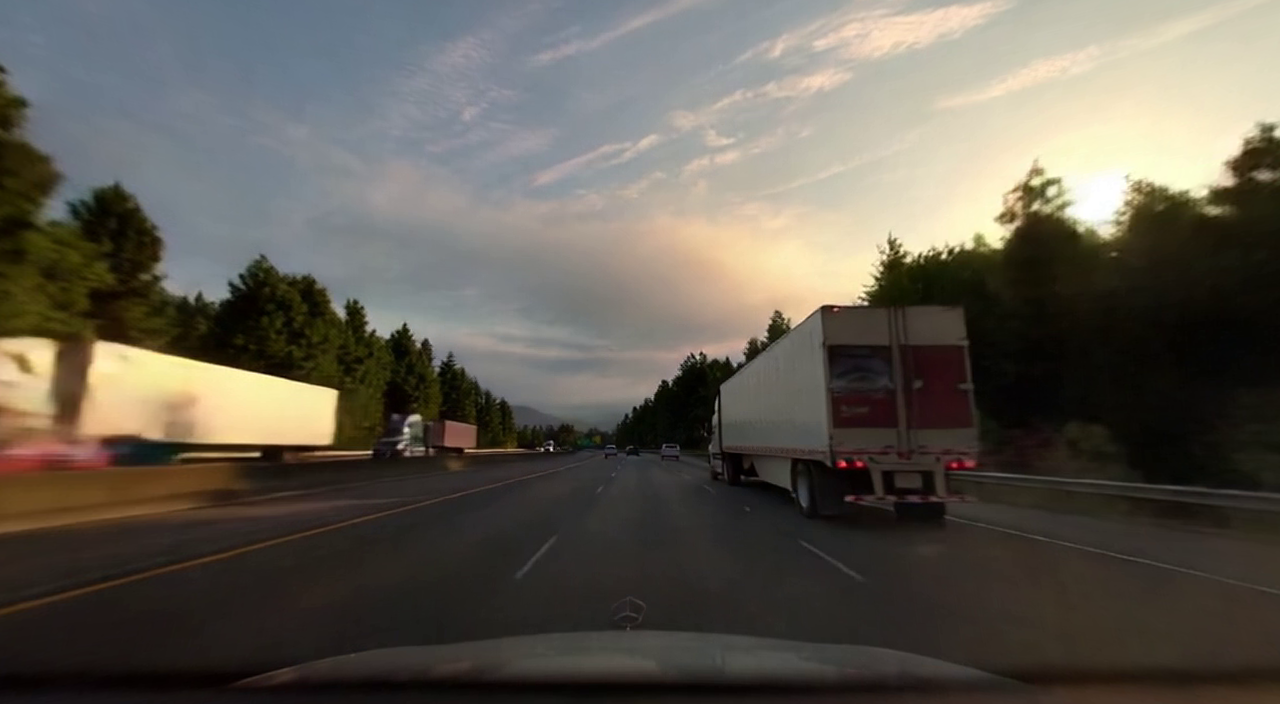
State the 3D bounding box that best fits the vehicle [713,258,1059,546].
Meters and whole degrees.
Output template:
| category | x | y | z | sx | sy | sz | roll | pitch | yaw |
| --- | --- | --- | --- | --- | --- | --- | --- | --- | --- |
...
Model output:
| category | x | y | z | sx | sy | sz | roll | pitch | yaw |
| --- | --- | --- | --- | --- | --- | --- | --- | --- | --- |
| vehicle | 4.127 | 1.668 | 15.372 | 2.950 | 4.033 | 13.276 | 0 | -9 | -1 |
